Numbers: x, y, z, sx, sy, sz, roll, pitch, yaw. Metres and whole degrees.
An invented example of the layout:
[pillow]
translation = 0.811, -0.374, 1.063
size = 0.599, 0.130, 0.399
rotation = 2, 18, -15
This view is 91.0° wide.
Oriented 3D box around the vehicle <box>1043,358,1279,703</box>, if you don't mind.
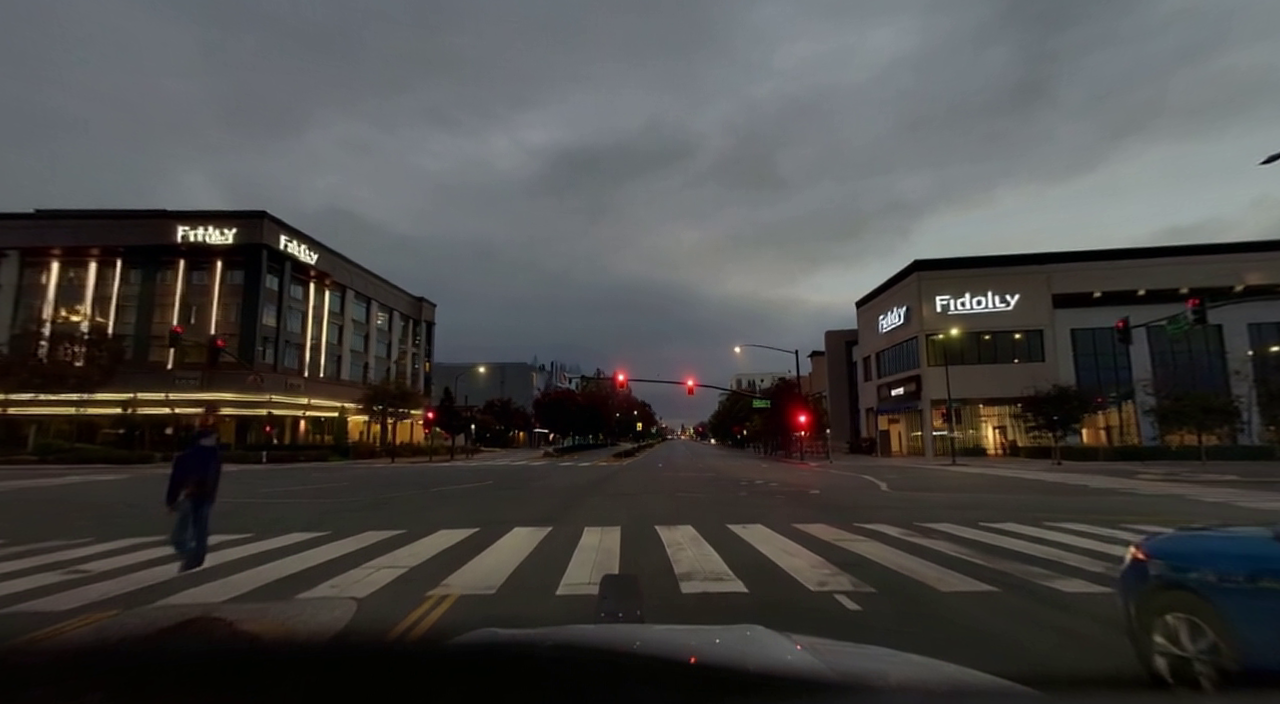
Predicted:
[vehicle]
translation = 3.443, 0.730, 1.608
size = 2.067, 1.625, 4.073
rotation = 0, -8, 0
